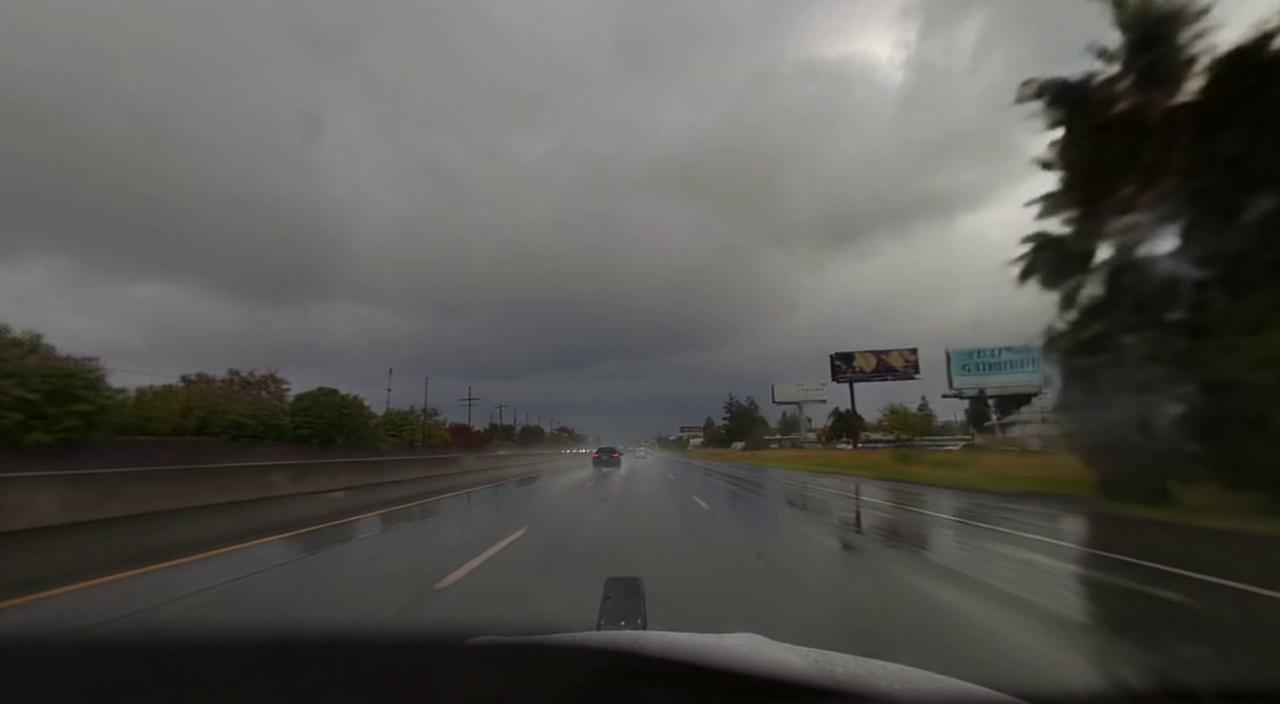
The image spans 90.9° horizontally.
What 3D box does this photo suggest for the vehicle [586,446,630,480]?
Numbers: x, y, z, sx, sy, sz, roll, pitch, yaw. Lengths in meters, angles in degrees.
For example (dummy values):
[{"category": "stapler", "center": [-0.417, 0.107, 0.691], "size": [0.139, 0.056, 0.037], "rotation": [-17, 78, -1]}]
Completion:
[{"category": "vehicle", "center": [-1.476, 5.373, 30.603], "size": [1.916, 1.494, 4.335], "rotation": [0, -9, 0]}]
